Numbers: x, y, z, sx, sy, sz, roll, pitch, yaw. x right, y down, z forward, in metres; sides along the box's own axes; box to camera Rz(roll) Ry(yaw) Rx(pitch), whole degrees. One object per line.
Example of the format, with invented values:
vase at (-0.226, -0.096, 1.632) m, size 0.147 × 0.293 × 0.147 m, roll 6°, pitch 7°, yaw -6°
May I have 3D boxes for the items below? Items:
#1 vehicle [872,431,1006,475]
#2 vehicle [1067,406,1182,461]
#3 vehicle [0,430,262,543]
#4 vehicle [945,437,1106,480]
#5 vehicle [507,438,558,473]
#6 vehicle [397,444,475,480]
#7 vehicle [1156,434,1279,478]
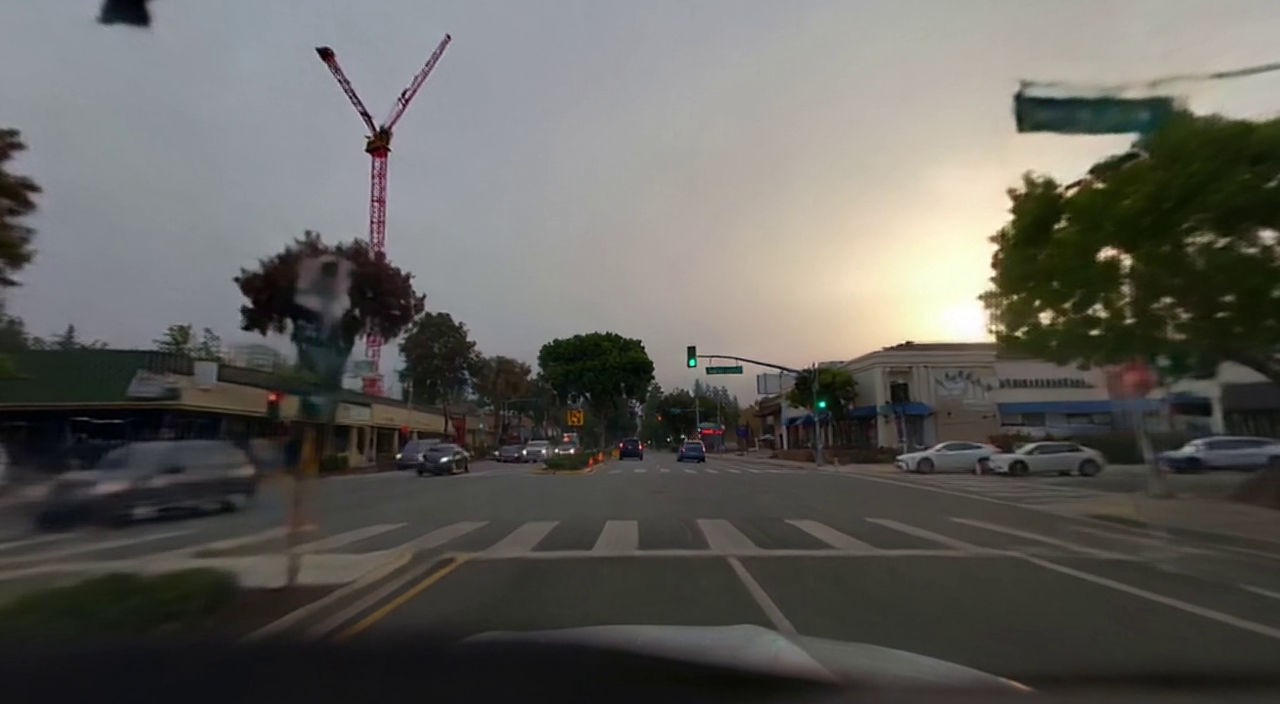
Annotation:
vehicle at (12.680, 4.331, 27.081) m, size 4.641 × 1.772 × 2.080 m, roll -1°, pitch -9°, yaw 6°
vehicle at (36.772, 6.314, 48.582) m, size 3.124 × 3.783 × 10.331 m, roll -3°, pitch -8°, yaw 15°
vehicle at (-8.959, 2.274, 11.323) m, size 1.918 × 1.640 × 3.971 m, roll 0°, pitch -9°, yaw -1°
vehicle at (13.845, 3.848, 22.894) m, size 4.506 × 1.479 × 1.924 m, roll 0°, pitch -9°, yaw 1°
vehicle at (-5.906, 5.704, 35.227) m, size 1.983 × 1.715 × 4.466 m, roll -3°, pitch -8°, yaw 0°
vehicle at (-8.906, 4.833, 27.986) m, size 2.067 × 1.460 × 4.290 m, roll 0°, pitch -9°, yaw 0°
vehicle at (21.246, 3.699, 22.695) m, size 3.995 × 1.463 × 1.862 m, roll 1°, pitch -9°, yaw -9°
